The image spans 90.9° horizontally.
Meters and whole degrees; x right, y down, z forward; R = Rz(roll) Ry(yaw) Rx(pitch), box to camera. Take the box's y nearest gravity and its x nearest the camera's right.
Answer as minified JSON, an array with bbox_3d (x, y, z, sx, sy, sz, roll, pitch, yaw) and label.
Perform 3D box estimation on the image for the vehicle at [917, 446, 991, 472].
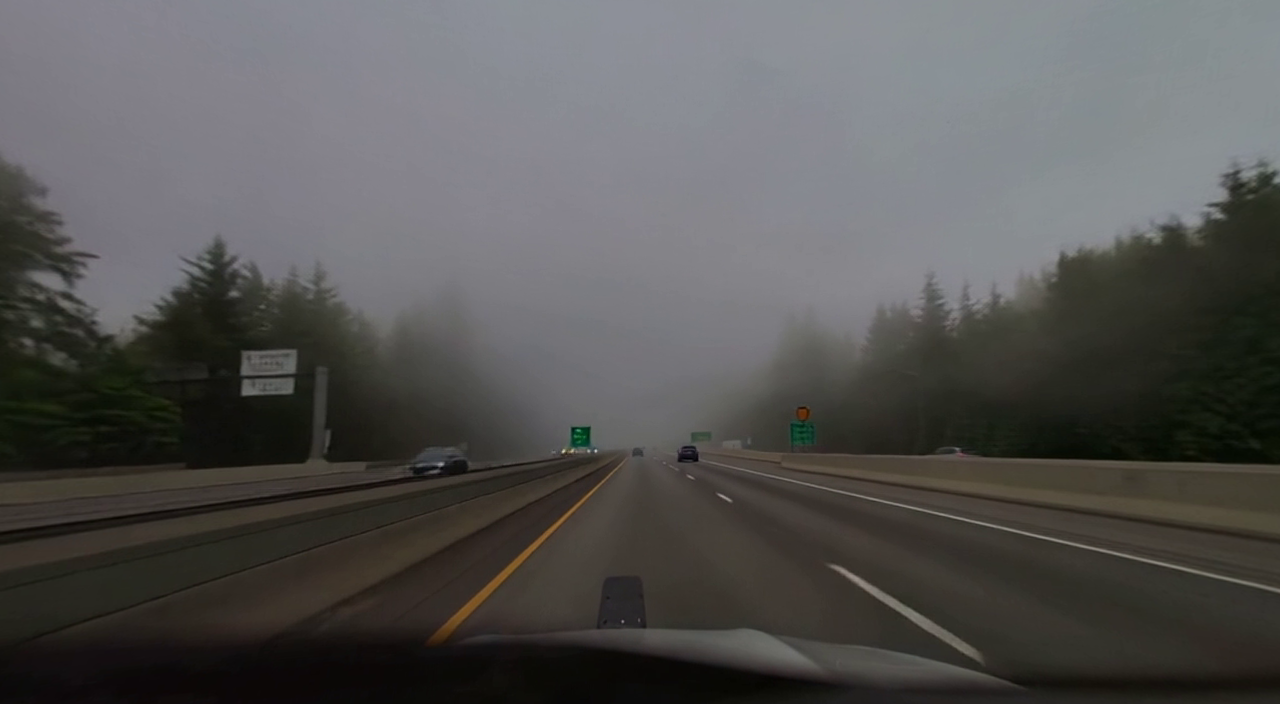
[{"bbox_3d":[17.586,5.990,35.497,1.926,1.386,3.719,1,-9,-6],"label":"vehicle"}]

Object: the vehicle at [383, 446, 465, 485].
[{"bbox_3d":[-9.443,4.969,27.961,2.090,1.571,4.252,0,-9,0],"label":"vehicle"}]
